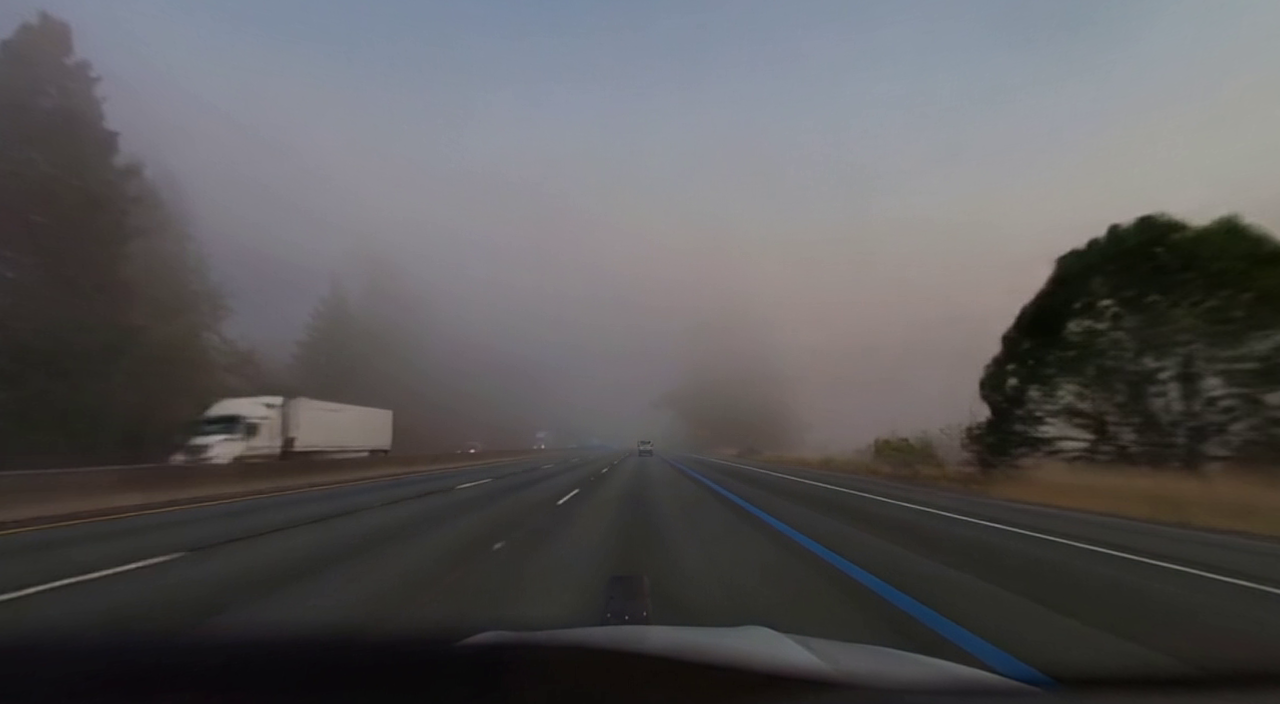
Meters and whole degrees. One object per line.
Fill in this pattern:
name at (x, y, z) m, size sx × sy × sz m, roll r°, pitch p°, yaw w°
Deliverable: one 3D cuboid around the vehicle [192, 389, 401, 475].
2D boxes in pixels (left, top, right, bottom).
vehicle at (-18.168, 4.661, 35.818) m, size 2.868 × 3.769 × 16.534 m, roll 0°, pitch -8°, yaw -1°
